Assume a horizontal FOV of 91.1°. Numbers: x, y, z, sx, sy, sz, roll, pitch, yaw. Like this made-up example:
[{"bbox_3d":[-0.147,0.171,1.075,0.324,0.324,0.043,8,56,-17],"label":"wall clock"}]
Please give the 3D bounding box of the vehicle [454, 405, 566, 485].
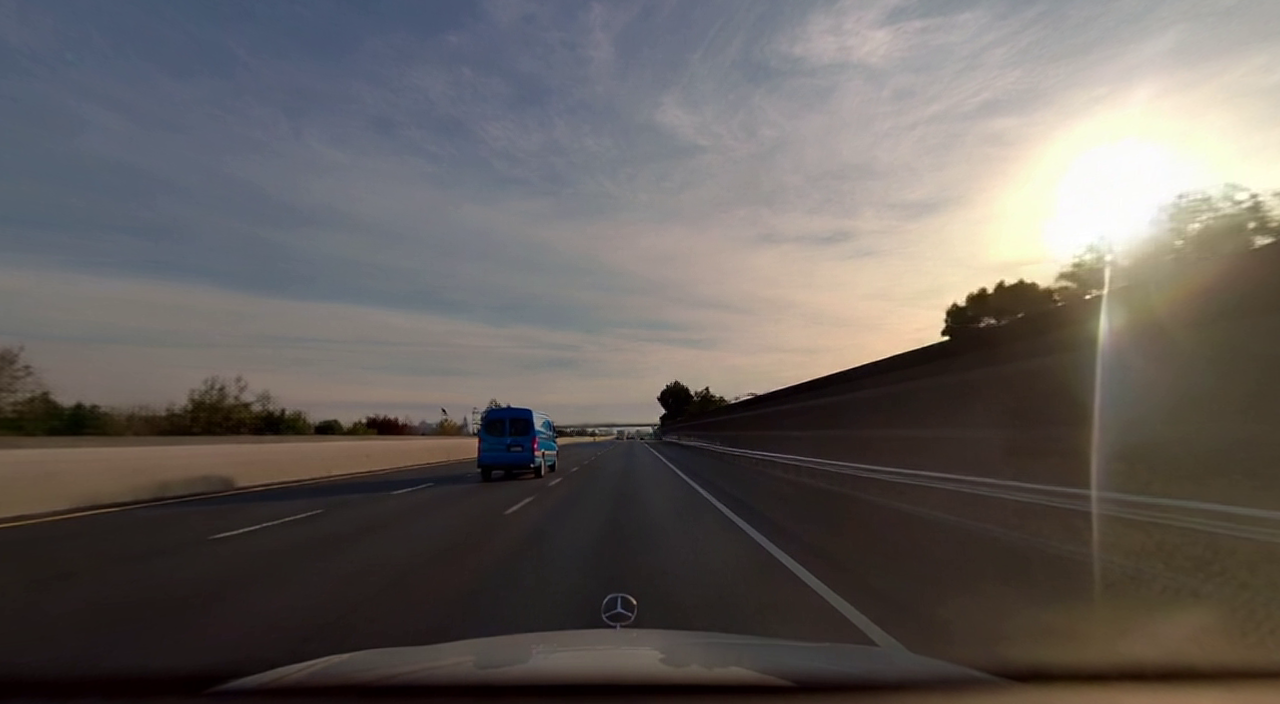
[{"bbox_3d":[-3.639,2.730,18.671,2.309,2.053,4.884,0,-8,0],"label":"vehicle"}]
